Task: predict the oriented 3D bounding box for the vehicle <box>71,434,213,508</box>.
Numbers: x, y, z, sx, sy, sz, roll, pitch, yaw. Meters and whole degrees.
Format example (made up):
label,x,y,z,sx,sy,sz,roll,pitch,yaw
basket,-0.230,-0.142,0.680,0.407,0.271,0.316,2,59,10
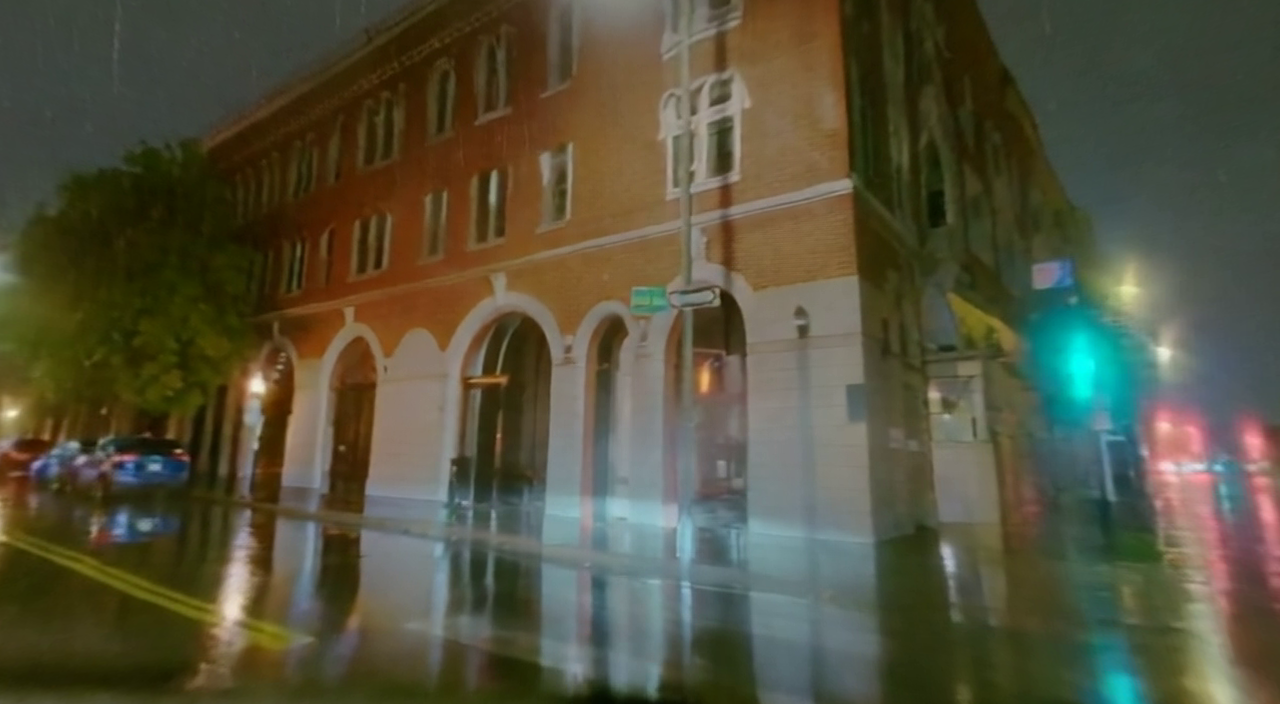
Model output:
label,x,y,z,sx,sy,sz,roll,pitch,yaw
vehicle,-14.154,3.290,17.833,4.518,1.804,1.953,-7,-11,37
